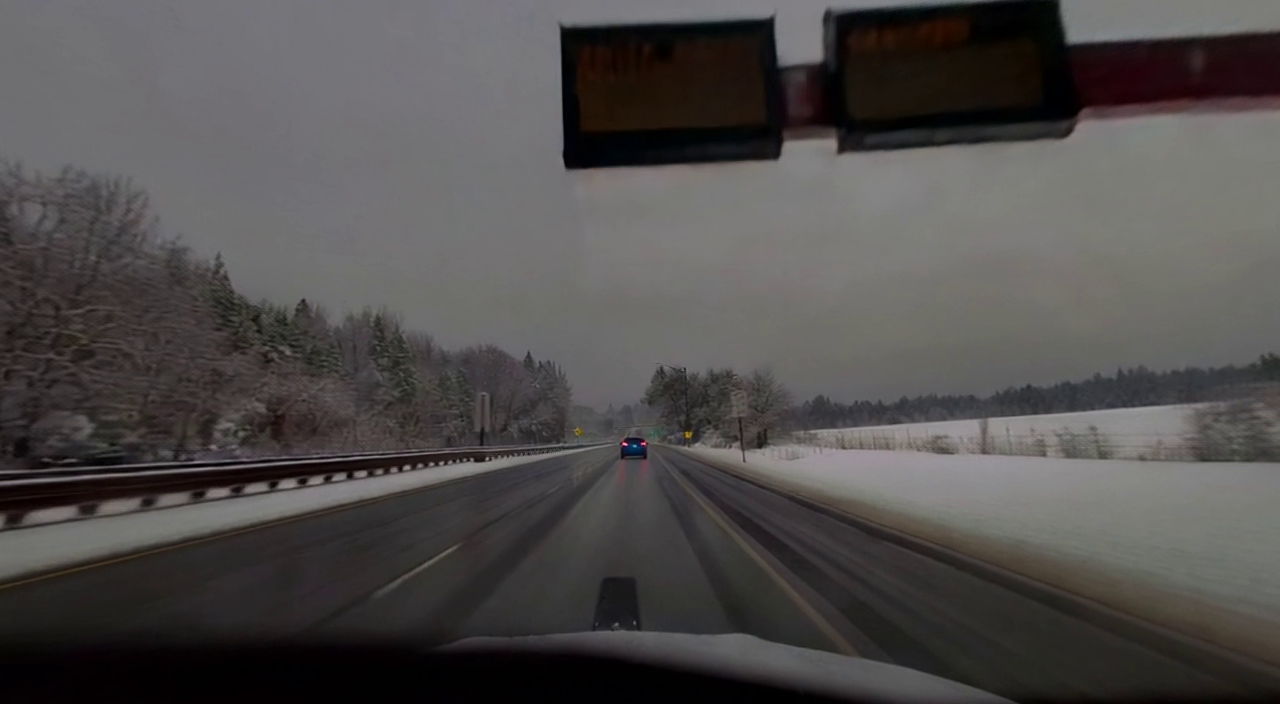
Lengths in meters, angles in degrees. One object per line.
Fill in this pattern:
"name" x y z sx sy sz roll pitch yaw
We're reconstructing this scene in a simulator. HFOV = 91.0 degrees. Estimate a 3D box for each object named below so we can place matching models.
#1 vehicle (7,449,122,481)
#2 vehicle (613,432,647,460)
"vehicle" -30.153 5.906 33.195 1.799 1.450 4.560 0 -8 -1
"vehicle" -0.650 6.317 42.454 2.180 1.717 4.139 0 -8 -1
